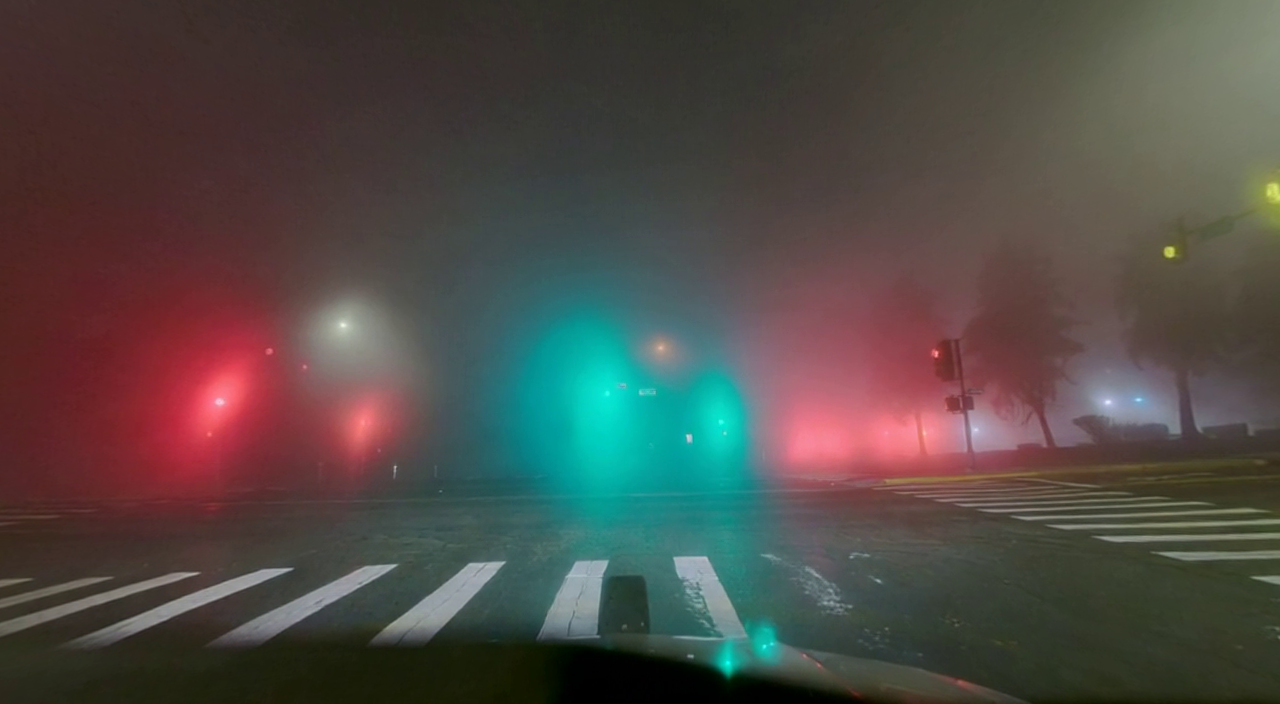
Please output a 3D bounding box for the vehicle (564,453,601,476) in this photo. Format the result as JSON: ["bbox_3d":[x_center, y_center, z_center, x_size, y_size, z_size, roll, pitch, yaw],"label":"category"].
[{"bbox_3d":[-4.479,8.843,49.821,2.030,1.704,4.205,-1,-8,7],"label":"vehicle"}]
